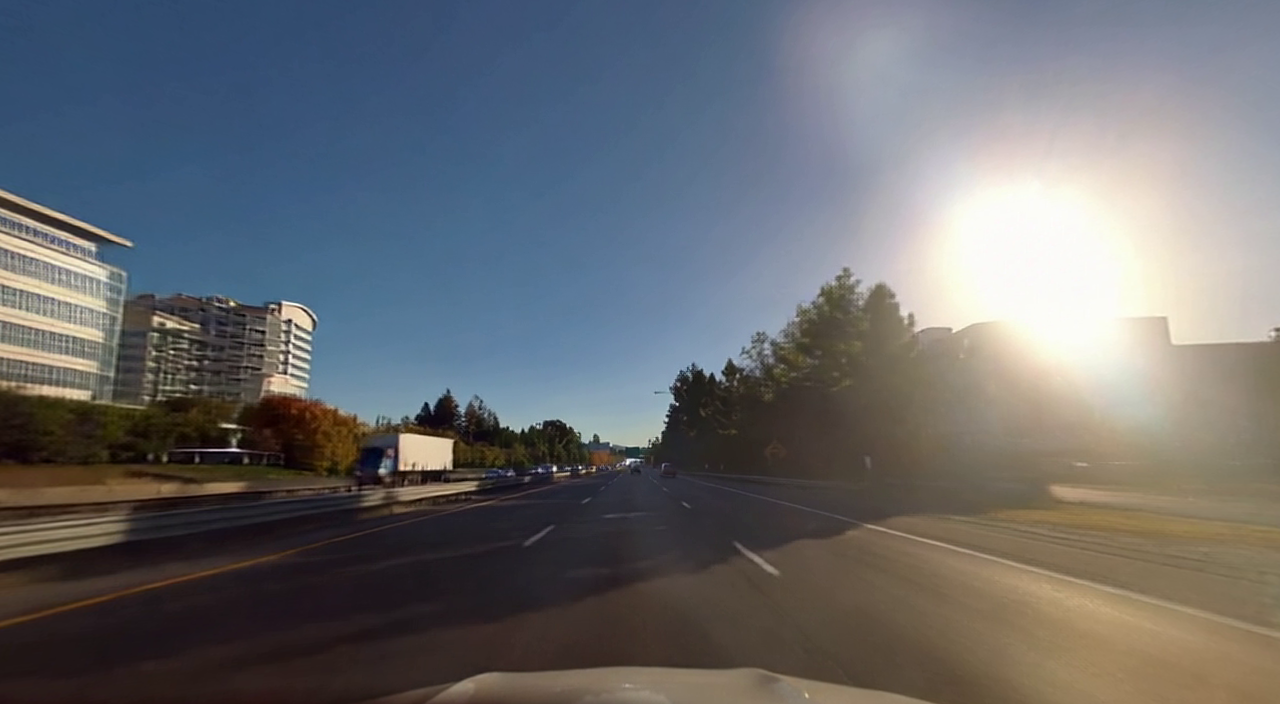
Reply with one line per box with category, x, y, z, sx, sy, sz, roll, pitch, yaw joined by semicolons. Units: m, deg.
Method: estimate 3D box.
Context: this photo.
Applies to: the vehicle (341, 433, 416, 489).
vehicle;-20.107;8.476;48.895;3.010;4.019;5.914;1;-10;0
